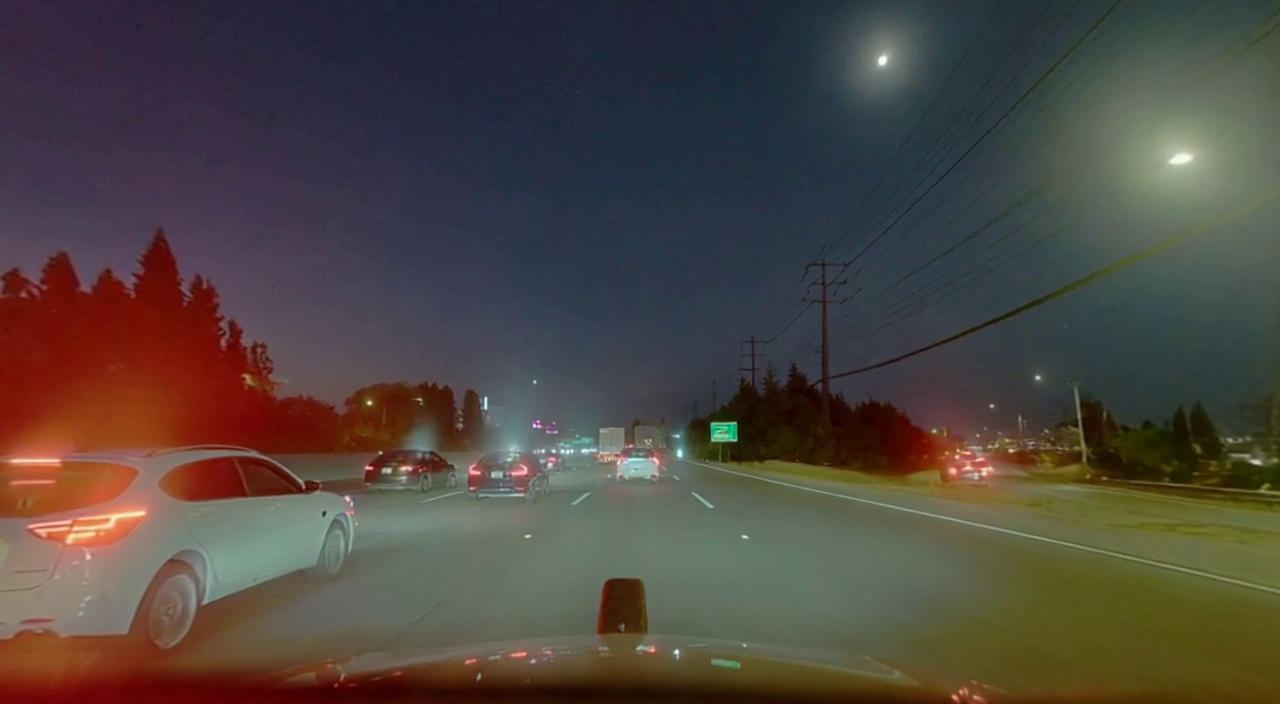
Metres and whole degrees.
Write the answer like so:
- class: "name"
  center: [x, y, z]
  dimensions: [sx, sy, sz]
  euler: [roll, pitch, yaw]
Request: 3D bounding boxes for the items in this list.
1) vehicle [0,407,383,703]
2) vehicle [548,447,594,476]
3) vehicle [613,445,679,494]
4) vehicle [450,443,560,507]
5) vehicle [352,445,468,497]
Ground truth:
- class: "vehicle"
  center: [-3.684, 1.255, 4.419]
  dimensions: [1.883, 1.500, 4.373]
  euler: [0, -9, 0]
- class: "vehicle"
  center: [-3.608, 5.789, 33.528]
  dimensions: [2.013, 1.437, 3.801]
  euler: [0, -9, 0]
- class: "vehicle"
  center: [0.179, 3.933, 21.478]
  dimensions: [2.018, 1.470, 4.491]
  euler: [0, -9, 0]
- class: "vehicle"
  center: [-3.358, 3.137, 16.559]
  dimensions: [1.912, 1.464, 4.115]
  euler: [0, -9, 1]
- class: "vehicle"
  center: [-7.116, 3.719, 20.096]
  dimensions: [1.867, 1.445, 4.499]
  euler: [0, -9, 2]
